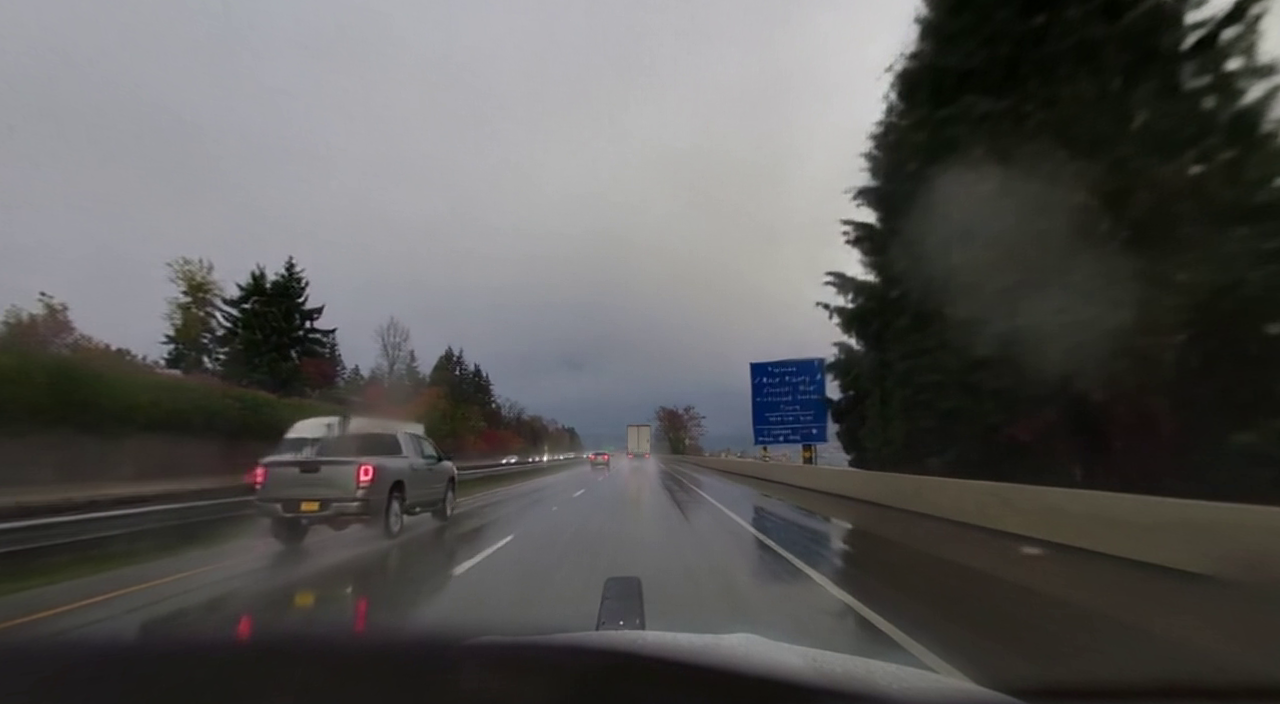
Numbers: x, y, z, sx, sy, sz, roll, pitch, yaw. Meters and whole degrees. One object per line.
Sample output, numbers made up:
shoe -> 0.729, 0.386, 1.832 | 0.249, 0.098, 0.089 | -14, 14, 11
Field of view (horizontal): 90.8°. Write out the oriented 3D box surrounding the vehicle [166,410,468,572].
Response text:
vehicle -> -4.370, 1.966, 9.661 | 2.079, 1.845, 4.654 | 0, -9, 1
